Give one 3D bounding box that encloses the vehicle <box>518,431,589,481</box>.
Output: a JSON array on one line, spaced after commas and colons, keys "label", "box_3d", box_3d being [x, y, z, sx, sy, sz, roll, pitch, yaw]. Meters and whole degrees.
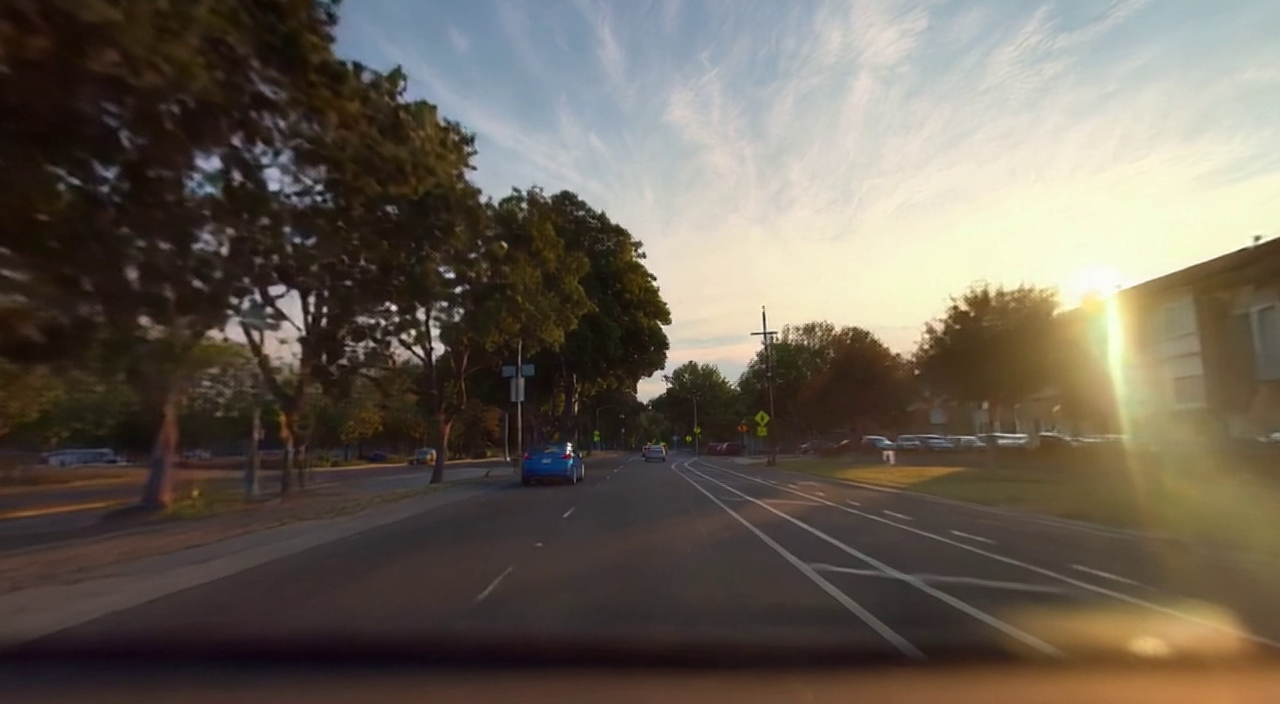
[{"label": "vehicle", "box_3d": [-3.346, 4.135, 25.313, 2.150, 1.812, 4.423, 0, -8, 1]}]
